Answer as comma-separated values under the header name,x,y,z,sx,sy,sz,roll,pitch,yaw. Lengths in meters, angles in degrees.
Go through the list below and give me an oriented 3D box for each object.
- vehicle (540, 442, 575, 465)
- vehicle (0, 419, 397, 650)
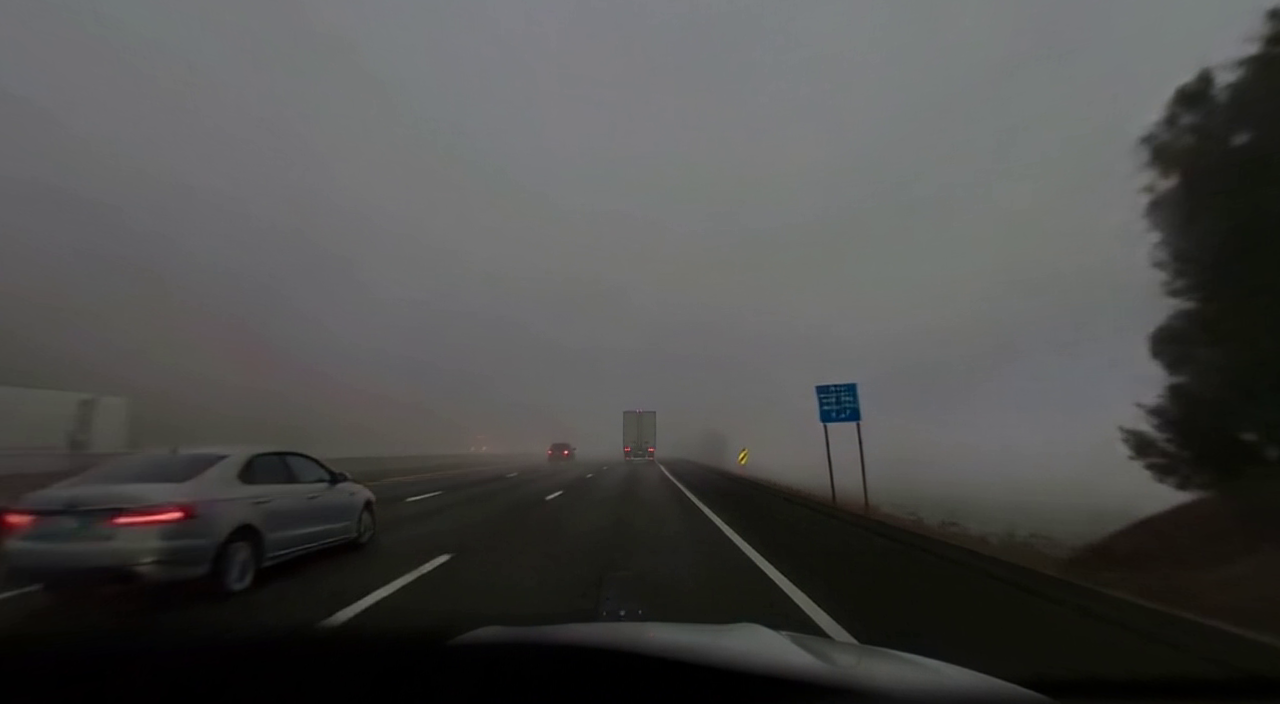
name,x,y,z,sx,sy,sz,roll,pitch,yaw
vehicle,-6.330,7.899,49.108,2.067,1.676,4.789,0,-9,0
vehicle,-4.194,1.520,6.199,2.024,1.515,3.907,0,-9,0
